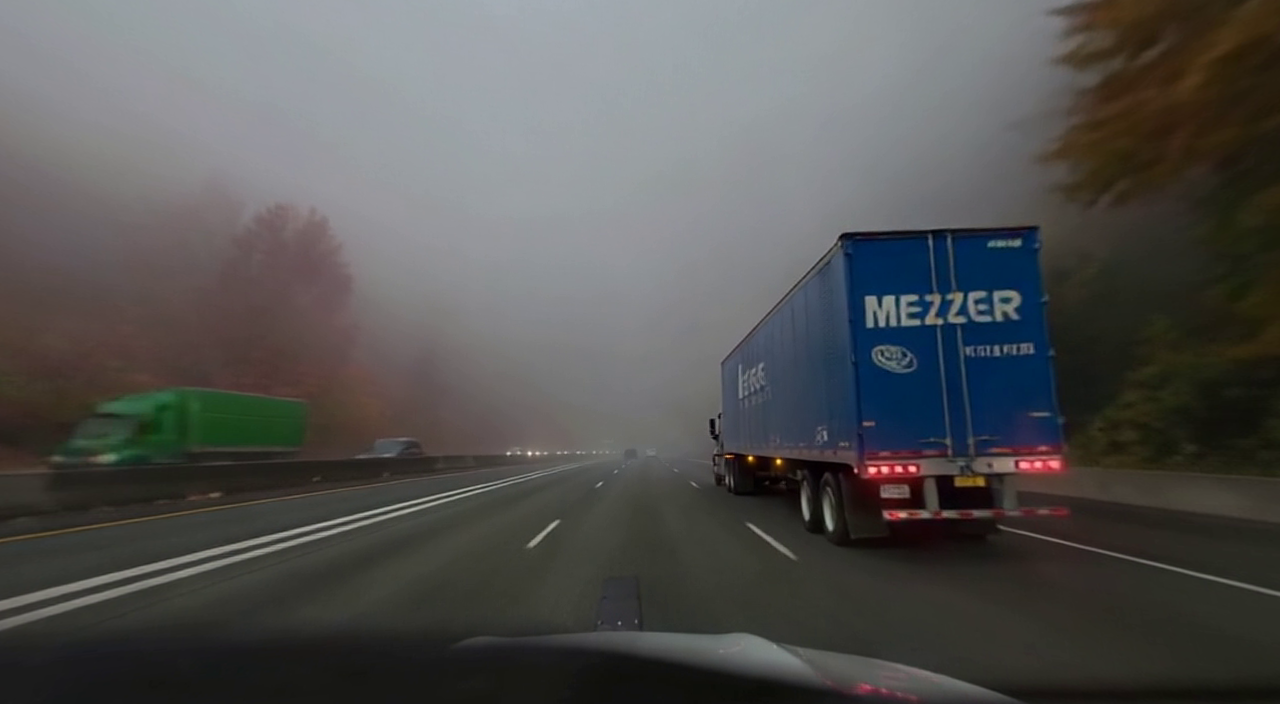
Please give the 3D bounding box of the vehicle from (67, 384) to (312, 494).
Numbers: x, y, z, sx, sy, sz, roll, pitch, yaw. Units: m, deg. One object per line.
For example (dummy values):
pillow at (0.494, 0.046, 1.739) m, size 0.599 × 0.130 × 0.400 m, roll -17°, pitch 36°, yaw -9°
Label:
vehicle at (-19.297, 3.994, 28.333) m, size 2.995 × 4.004 × 10.610 m, roll -1°, pitch -9°, yaw 1°

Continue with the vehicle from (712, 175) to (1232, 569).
vehicle at (4.079, 1.395, 14.448) m, size 3.003 × 3.880 × 16.814 m, roll 0°, pitch -9°, yaw 0°

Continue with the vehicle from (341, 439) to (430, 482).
vehicle at (-11.937, 5.123, 29.812) m, size 2.079 × 1.811 × 4.980 m, roll -1°, pitch -9°, yaw 1°
